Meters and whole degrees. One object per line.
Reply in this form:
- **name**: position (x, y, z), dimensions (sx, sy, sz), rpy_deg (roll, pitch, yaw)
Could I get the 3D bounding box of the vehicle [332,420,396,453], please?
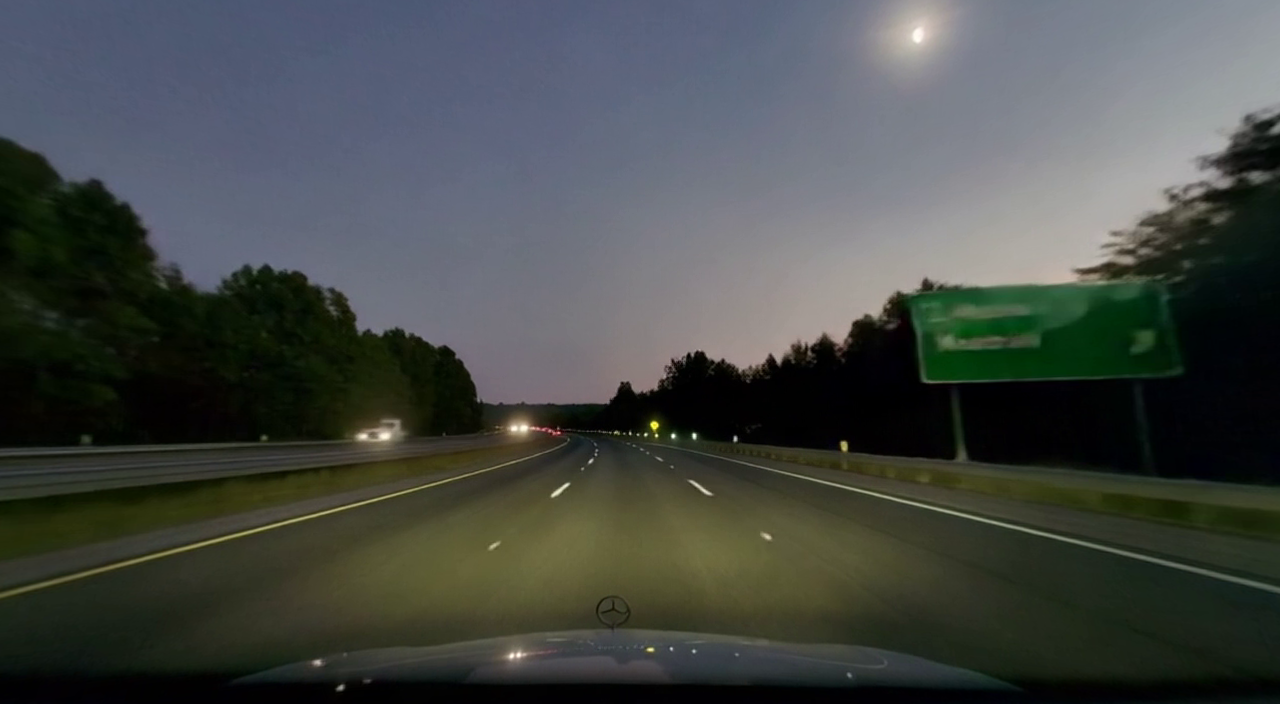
- **vehicle**: position (-17.380, 5.365, 39.976), dimensions (2.067, 1.971, 4.840), rpy_deg (0, -8, -2)
